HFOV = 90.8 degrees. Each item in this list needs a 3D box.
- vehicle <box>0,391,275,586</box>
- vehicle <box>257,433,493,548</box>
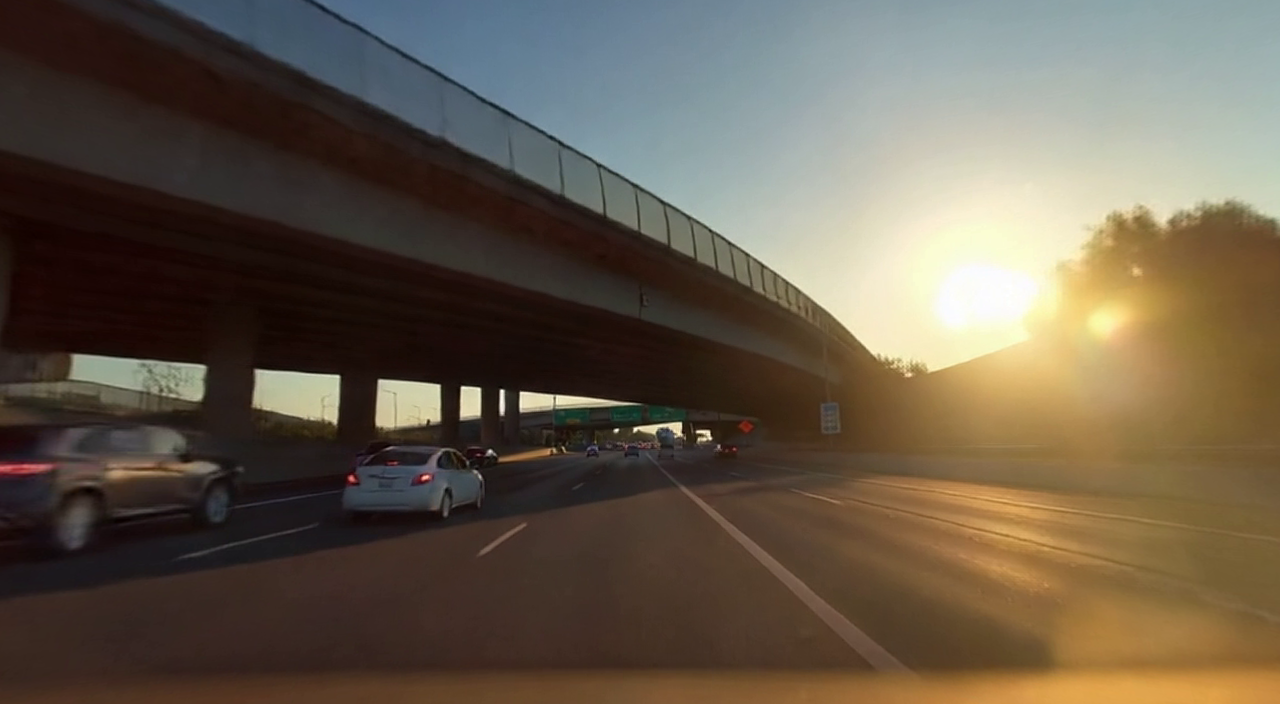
[{"bbox_3d":[-7.310,1.612,8.057,2.208,1.876,5.088,0,-8,0],"label":"vehicle"},{"bbox_3d":[-4.065,2.179,10.732,2.051,1.516,4.493,0,-8,0],"label":"vehicle"}]
